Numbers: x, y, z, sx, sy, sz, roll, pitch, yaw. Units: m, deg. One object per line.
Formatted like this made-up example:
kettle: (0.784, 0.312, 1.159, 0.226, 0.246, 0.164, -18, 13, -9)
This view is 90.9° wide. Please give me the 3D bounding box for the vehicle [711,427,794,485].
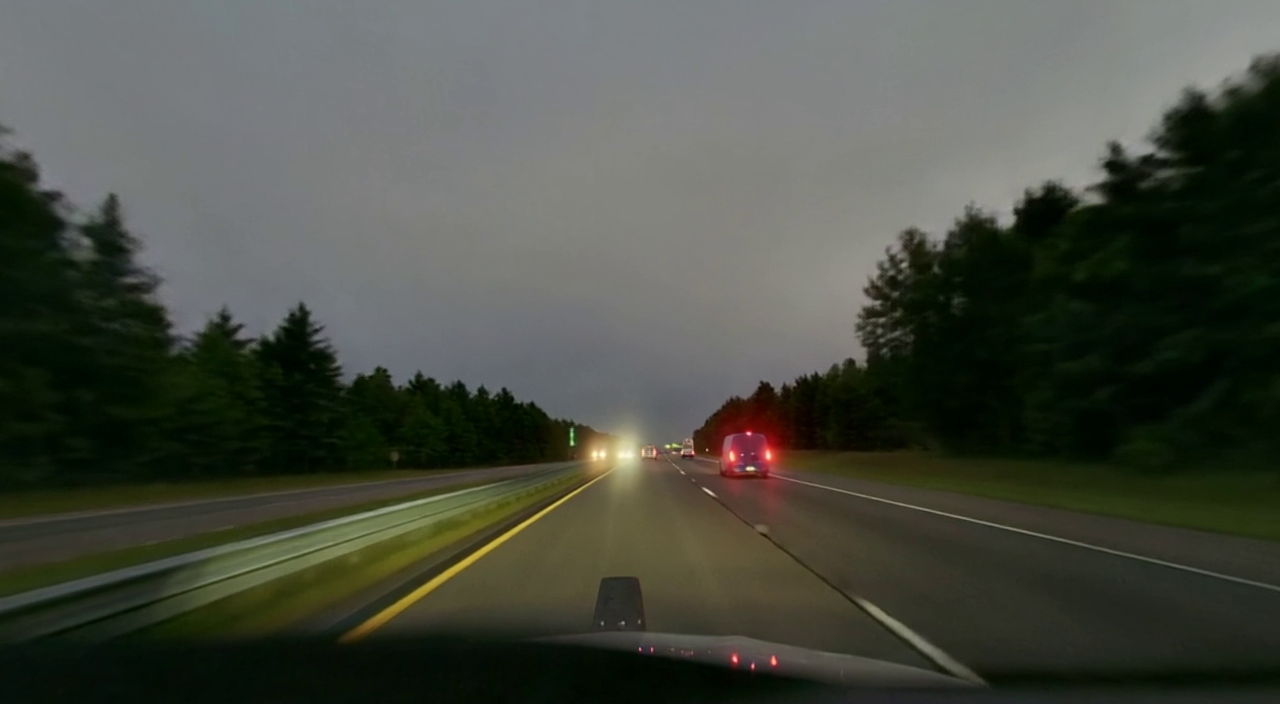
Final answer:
vehicle: (4.289, 4.077, 24.931, 2.371, 2.045, 4.768, 0, -9, -1)
